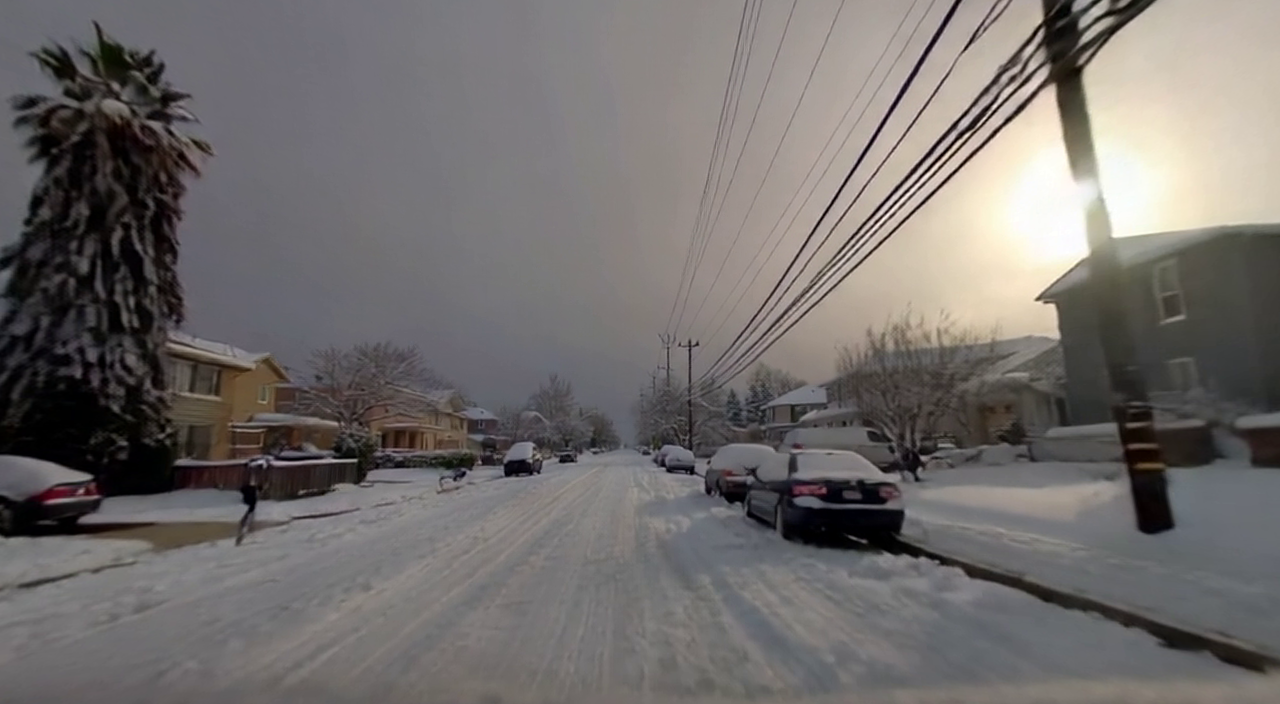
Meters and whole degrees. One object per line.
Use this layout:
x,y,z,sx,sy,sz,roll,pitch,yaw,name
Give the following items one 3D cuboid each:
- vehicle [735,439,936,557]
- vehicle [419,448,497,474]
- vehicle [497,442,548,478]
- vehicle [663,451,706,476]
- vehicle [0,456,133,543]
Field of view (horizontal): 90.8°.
2.788,2.145,10.008,1.870,1.490,3.802,0,-8,-2,vehicle
-12.120,7.289,42.320,4.529,1.677,2.204,0,-8,0,vehicle
-6.932,6.504,37.690,2.156,1.932,4.518,-2,-11,1,vehicle
2.453,6.264,35.592,1.827,1.286,3.684,1,-8,-5,vehicle
-12.331,2.662,11.731,4.274,1.422,1.797,0,-8,2,vehicle
